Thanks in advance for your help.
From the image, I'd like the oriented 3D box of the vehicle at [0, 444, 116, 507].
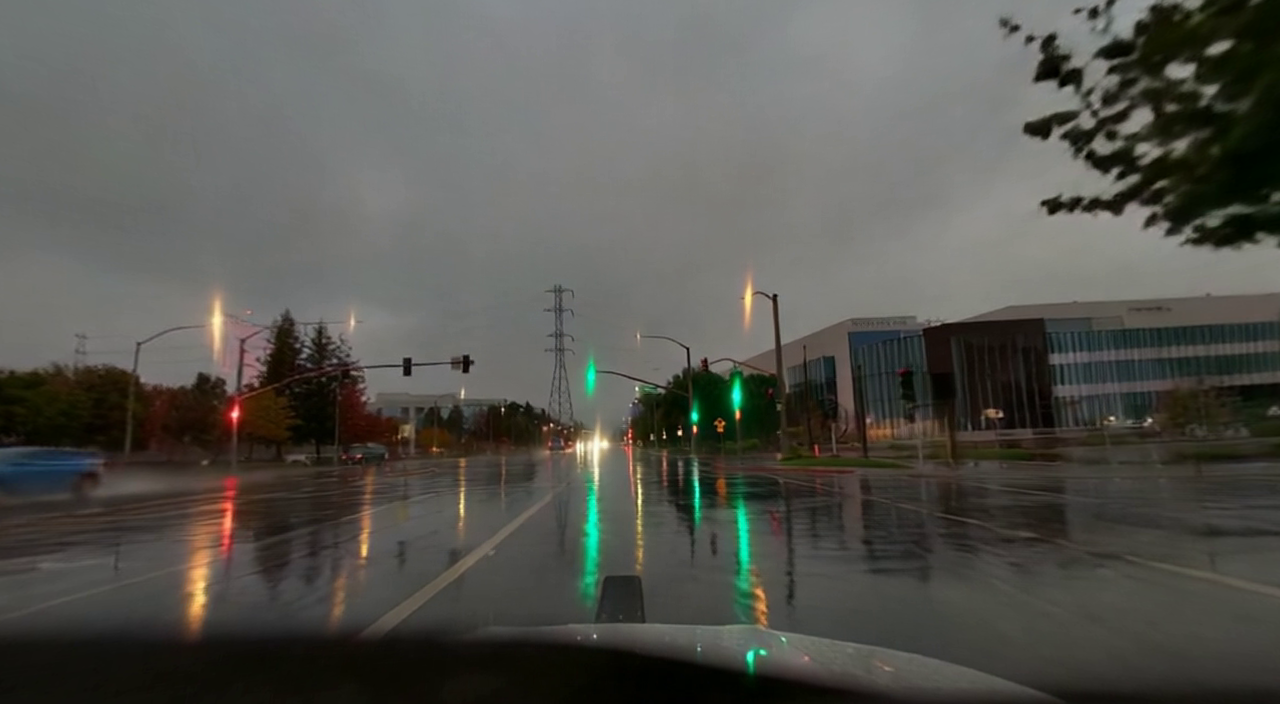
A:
[{"bbox_3d":[-20.326,4.028,20.924,2.097,1.858,4.601,0,-9,-3],"label":"vehicle"}]
